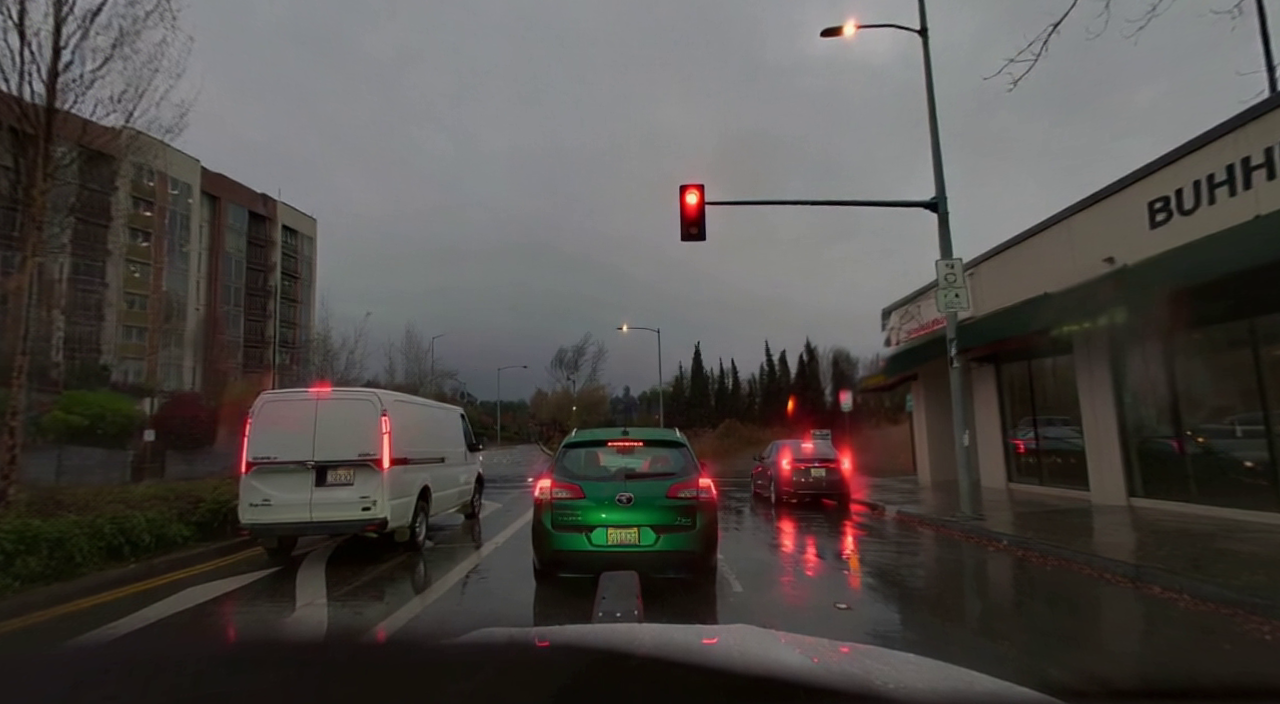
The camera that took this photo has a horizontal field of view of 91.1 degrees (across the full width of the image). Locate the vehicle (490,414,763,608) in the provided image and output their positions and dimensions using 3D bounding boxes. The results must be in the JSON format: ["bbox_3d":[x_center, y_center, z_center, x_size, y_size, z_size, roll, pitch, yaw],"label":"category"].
[{"bbox_3d":[-0.109,1.467,6.791,2.064,1.452,3.942,0,-8,0],"label":"vehicle"}]

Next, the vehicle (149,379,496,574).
[{"bbox_3d":[-3.573,1.506,8.520,2.076,1.820,5.100,0,-8,-1],"label":"vehicle"}]
